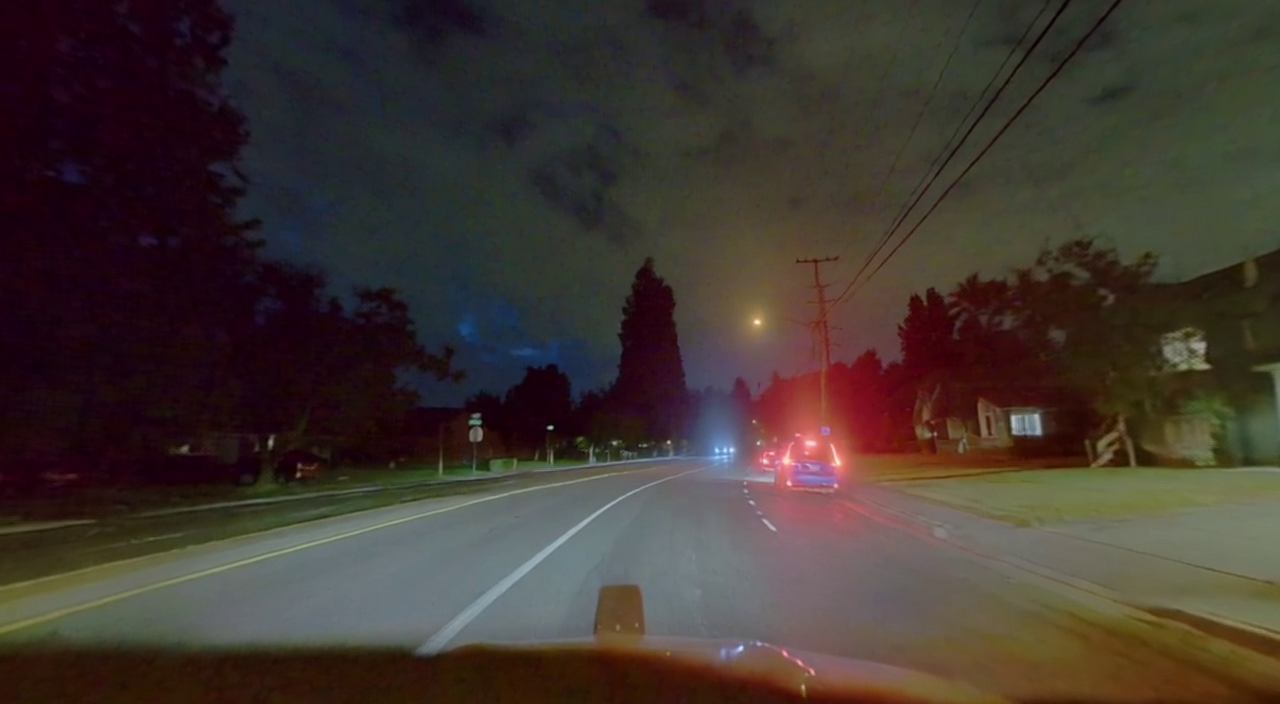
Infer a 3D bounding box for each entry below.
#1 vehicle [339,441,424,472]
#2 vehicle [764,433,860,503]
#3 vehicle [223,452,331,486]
[{"bbox_3d":[-18.290,7.387,44.782,5.134,2.110,2.040,-1,-9,6],"label":"vehicle"},{"bbox_3d":[4.914,3.349,18.687,1.989,1.782,4.351,-1,-9,6],"label":"vehicle"},{"bbox_3d":[-17.469,5.597,30.467,4.284,1.549,1.828,-2,-9,12],"label":"vehicle"}]
